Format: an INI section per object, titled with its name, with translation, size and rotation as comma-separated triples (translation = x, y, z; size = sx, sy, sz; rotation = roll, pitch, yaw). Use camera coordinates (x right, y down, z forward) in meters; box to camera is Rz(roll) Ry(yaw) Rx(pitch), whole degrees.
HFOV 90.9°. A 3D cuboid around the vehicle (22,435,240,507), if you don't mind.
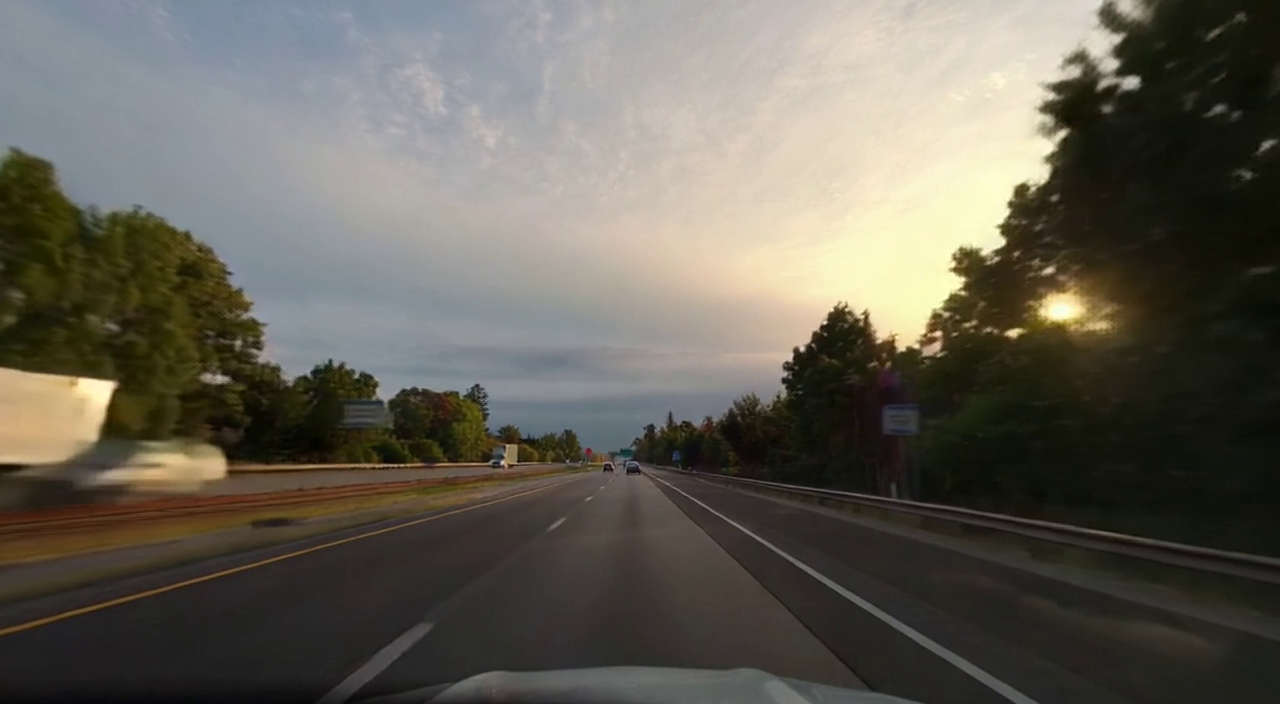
[vehicle]
translation = -12.197, 2.925, 15.578
size = 1.838, 1.494, 4.195
rotation = 1, -10, 0
